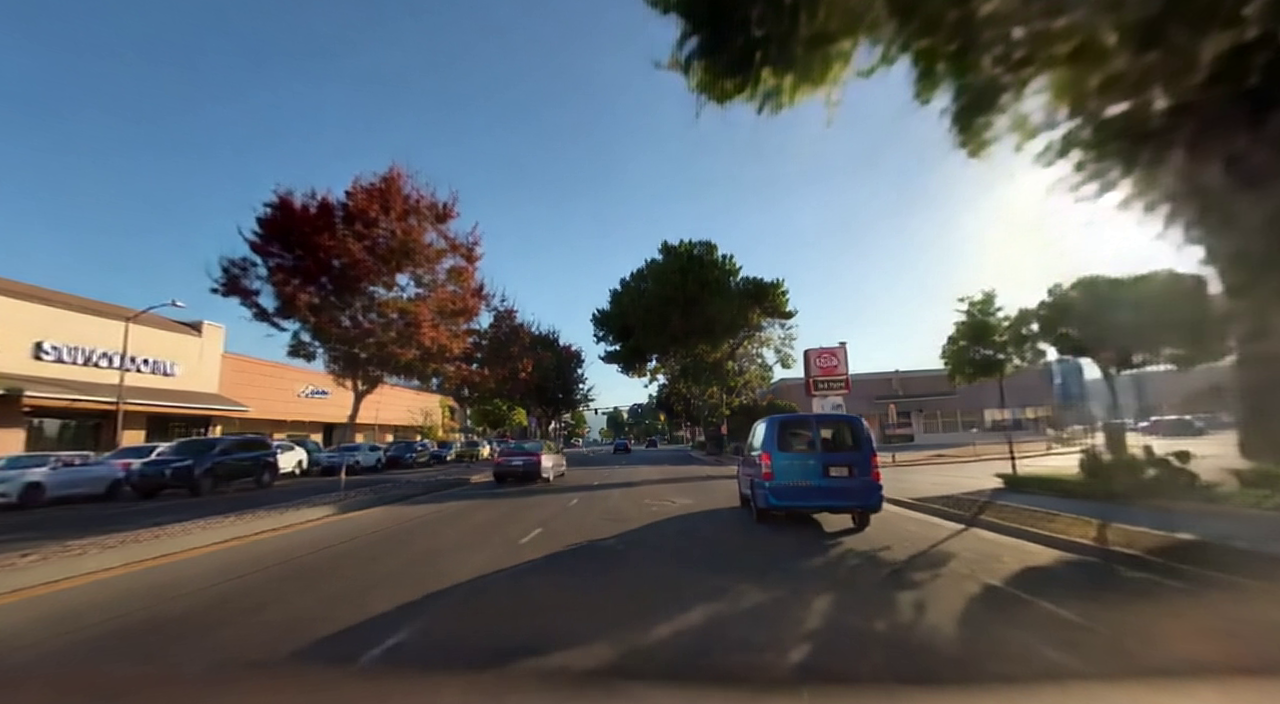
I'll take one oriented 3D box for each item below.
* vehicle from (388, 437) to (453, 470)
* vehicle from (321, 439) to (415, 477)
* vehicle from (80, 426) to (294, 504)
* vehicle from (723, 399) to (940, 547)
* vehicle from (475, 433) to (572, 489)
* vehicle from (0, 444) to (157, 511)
[{"bbox_3d":[-11.526,5.351,33.300,1.852,1.621,4.166,0,-8,1],"label":"vehicle"},{"bbox_3d":[-11.469,4.494,26.875,1.959,1.488,4.390,0,-8,1],"label":"vehicle"},{"bbox_3d":[-11.922,2.991,17.111,2.117,1.787,4.917,0,-8,0],"label":"vehicle"},{"bbox_3d":[2.624,1.795,9.955,2.293,1.779,4.457,-1,-8,4],"label":"vehicle"},{"bbox_3d":[-3.347,3.224,18.959,1.966,1.481,4.385,0,-8,2],"label":"vehicle"},{"bbox_3d":[-15.250,3.185,16.498,1.900,1.509,4.104,0,-8,-2],"label":"vehicle"}]
